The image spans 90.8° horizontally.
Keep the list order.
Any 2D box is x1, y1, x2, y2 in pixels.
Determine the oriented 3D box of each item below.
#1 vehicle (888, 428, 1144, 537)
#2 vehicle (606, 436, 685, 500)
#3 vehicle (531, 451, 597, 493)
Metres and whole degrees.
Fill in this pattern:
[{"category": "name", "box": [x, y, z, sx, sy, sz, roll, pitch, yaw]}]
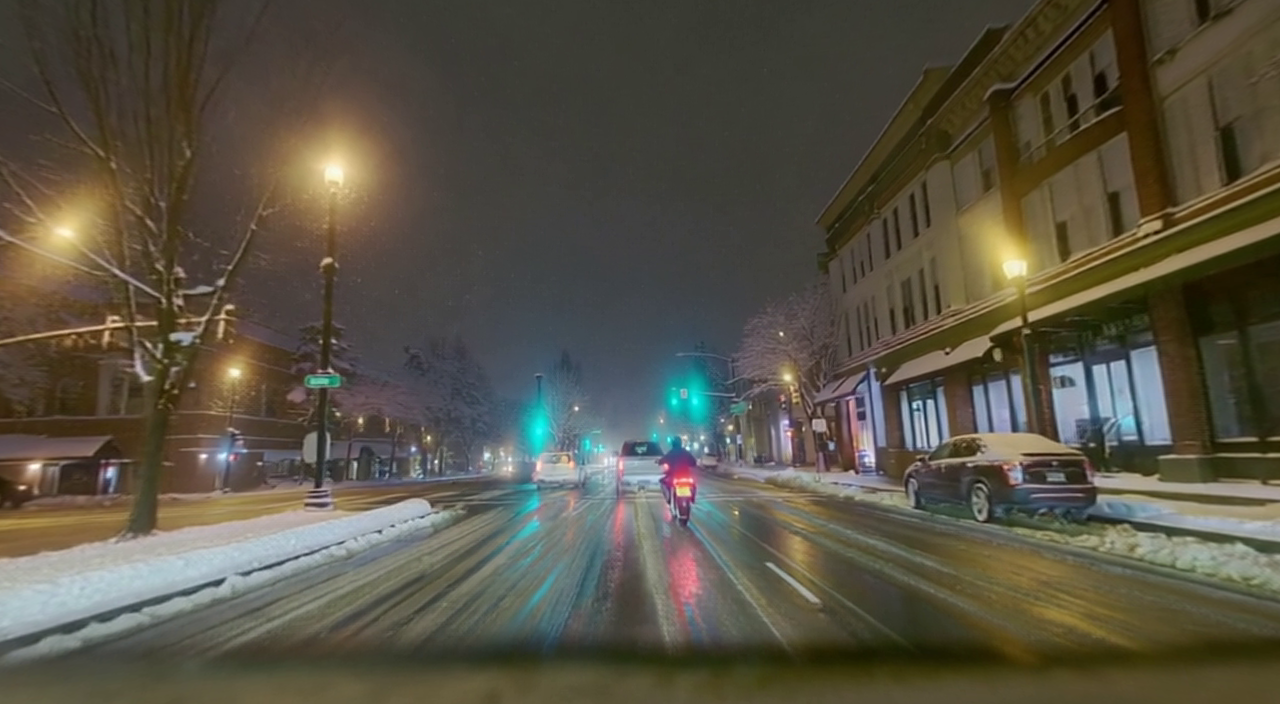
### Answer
[{"category": "vehicle", "box": [7.178, 2.524, 12.933, 2.018, 1.772, 4.968, 0, -9, -2]}, {"category": "vehicle", "box": [0.138, 3.611, 20.096, 2.223, 1.775, 4.250, 0, -9, -1]}, {"category": "vehicle", "box": [-2.954, 4.766, 25.472, 2.014, 1.470, 4.552, 0, -9, 1]}]
